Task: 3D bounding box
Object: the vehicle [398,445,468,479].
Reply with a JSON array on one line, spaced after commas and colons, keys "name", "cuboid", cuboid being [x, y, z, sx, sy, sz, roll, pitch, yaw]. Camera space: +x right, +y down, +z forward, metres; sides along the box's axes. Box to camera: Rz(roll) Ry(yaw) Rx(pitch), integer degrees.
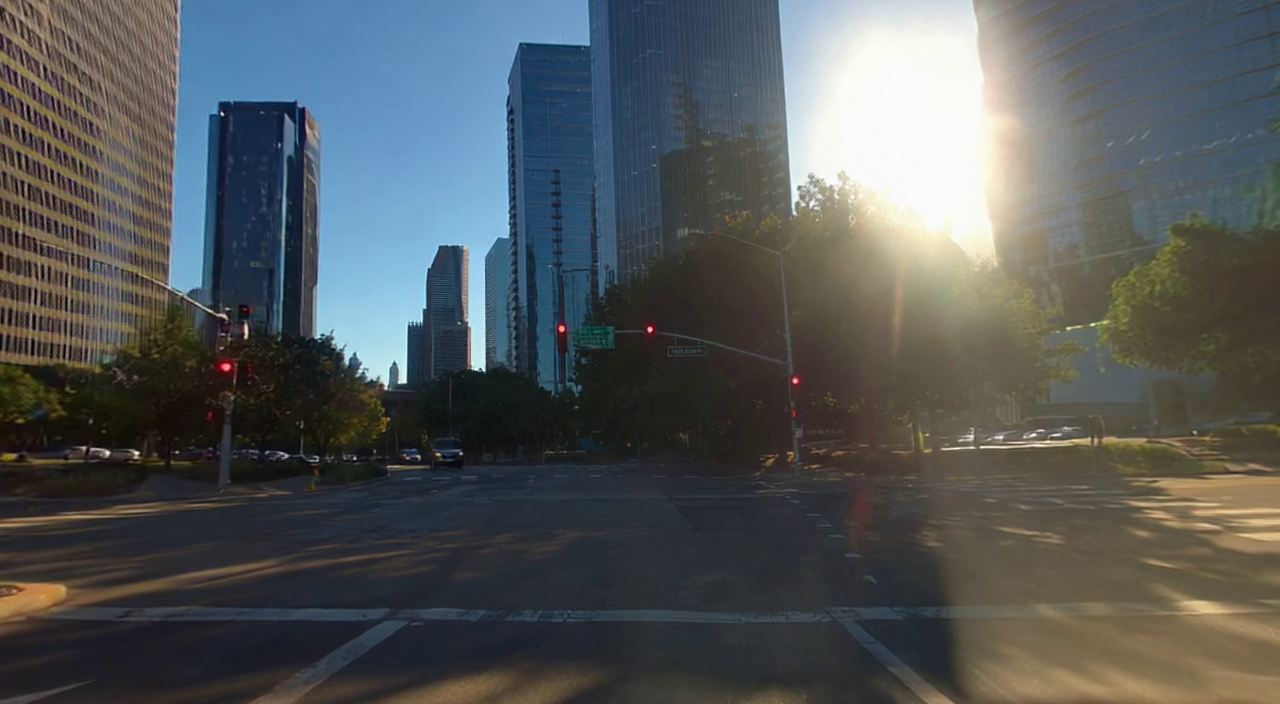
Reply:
[{"name": "vehicle", "cuboid": [-11.605, 6.210, 35.758, 2.069, 1.771, 4.947, 0, -9, 3]}]
